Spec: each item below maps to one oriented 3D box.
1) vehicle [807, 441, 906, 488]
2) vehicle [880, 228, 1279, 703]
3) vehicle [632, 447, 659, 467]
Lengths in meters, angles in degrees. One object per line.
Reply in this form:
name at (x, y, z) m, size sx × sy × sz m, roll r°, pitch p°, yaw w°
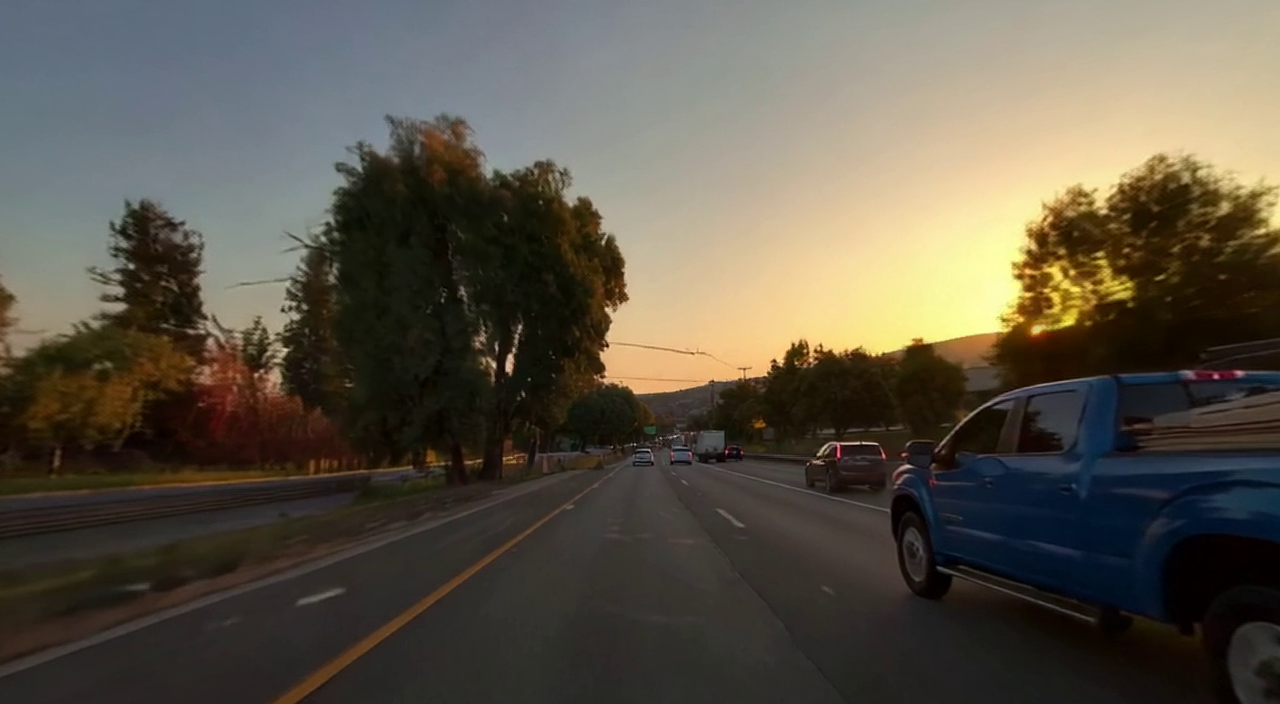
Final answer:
vehicle at (7.766, 4.064, 23.063) m, size 1.989 × 1.526 × 4.443 m, roll 0°, pitch -9°, yaw -1°
vehicle at (3.580, 0.742, 3.399) m, size 2.354 × 2.079 × 5.586 m, roll 0°, pitch -9°, yaw 0°
vehicle at (0.410, 8.106, 48.700) m, size 2.030 × 1.473 × 3.926 m, roll 0°, pitch -9°, yaw 0°
